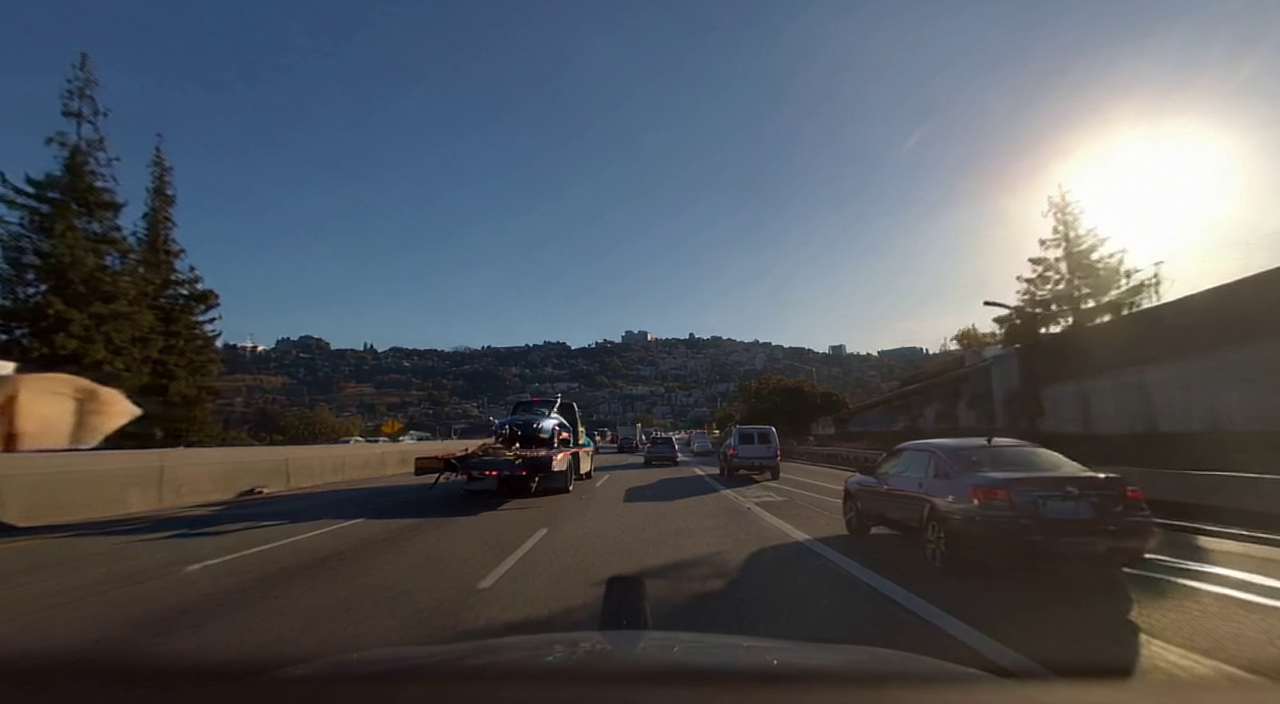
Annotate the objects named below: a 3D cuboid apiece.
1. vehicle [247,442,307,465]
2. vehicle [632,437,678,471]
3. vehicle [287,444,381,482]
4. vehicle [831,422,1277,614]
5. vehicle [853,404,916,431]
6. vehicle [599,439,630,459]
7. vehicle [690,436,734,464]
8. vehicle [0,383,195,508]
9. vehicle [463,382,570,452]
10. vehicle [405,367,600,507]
[{"bbox_3d":[-27.035,7.561,47.161,1.825,1.670,4.151,-1,-8,3],"label":"vehicle"},{"bbox_3d":[0.694,4.841,30.185,2.079,1.499,3.915,0,-8,1],"label":"vehicle"},{"bbox_3d":[-12.594,4.561,26.240,1.877,1.403,3.836,0,-8,2],"label":"vehicle"},{"bbox_3d":[3.929,1.616,7.156,2.040,1.481,4.260,0,-8,-2],"label":"vehicle"},{"bbox_3d":[14.814,4.039,38.500,1.930,1.454,4.126,0,-8,-4],"label":"vehicle"},{"bbox_3d":[-1.880,7.426,48.237,2.016,1.450,4.310,0,-8,2],"label":"vehicle"},{"bbox_3d":[4.281,5.927,38.235,2.075,1.614,4.682,0,-8,-1],"label":"vehicle"},{"bbox_3d":[-13.435,2.126,14.337,2.548,2.365,5.452,0,-8,1],"label":"vehicle"},{"bbox_3d":[-3.230,1.910,17.532,1.893,1.674,4.766,0,-8,2],"label":"vehicle"},{"bbox_3d":[-3.244,2.529,18.571,3.162,2.955,10.282,0,-8,2],"label":"vehicle"}]
